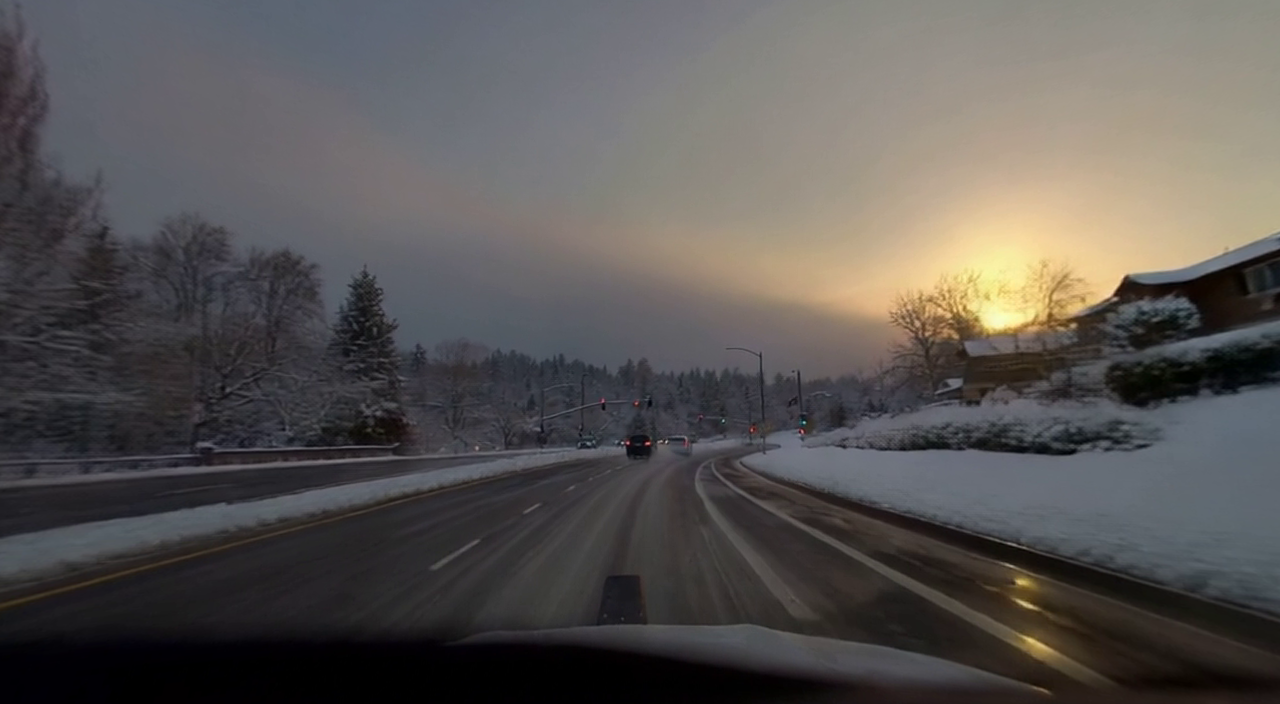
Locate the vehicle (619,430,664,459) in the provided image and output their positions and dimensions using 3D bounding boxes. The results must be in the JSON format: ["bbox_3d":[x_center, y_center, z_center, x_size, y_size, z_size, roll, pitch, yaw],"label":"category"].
[{"bbox_3d":[0.161,6.068,41.231,2.152,1.822,4.391,-1,-8,11],"label":"vehicle"}]
